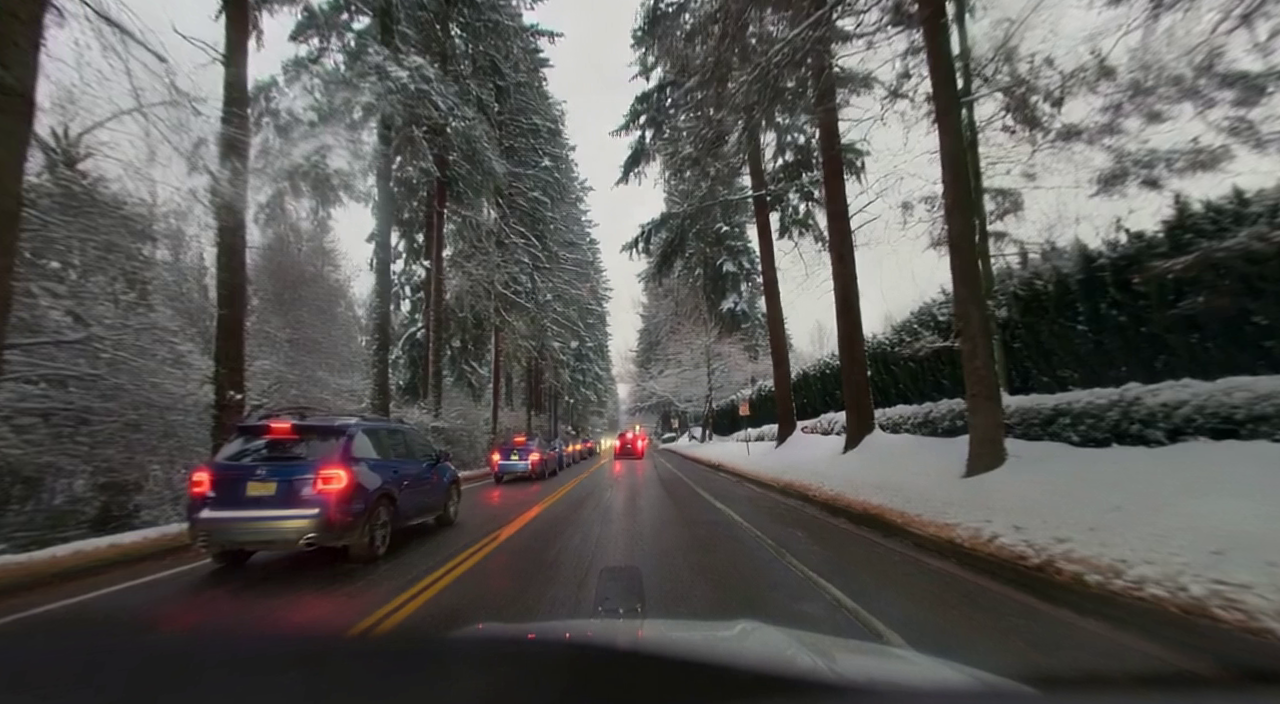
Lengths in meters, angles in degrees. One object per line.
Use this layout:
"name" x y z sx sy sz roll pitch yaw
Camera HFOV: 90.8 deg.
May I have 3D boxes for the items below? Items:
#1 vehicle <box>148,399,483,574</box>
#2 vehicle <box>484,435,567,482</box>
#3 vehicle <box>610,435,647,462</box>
"vehicle" -3.730 1.635 8.429 2.126 1.707 4.317 0 -8 0
"vehicle" -3.819 3.640 21.868 2.030 1.452 4.312 0 -8 1
"vehicle" -0.679 5.796 37.998 2.127 1.517 4.090 0 -8 -1
